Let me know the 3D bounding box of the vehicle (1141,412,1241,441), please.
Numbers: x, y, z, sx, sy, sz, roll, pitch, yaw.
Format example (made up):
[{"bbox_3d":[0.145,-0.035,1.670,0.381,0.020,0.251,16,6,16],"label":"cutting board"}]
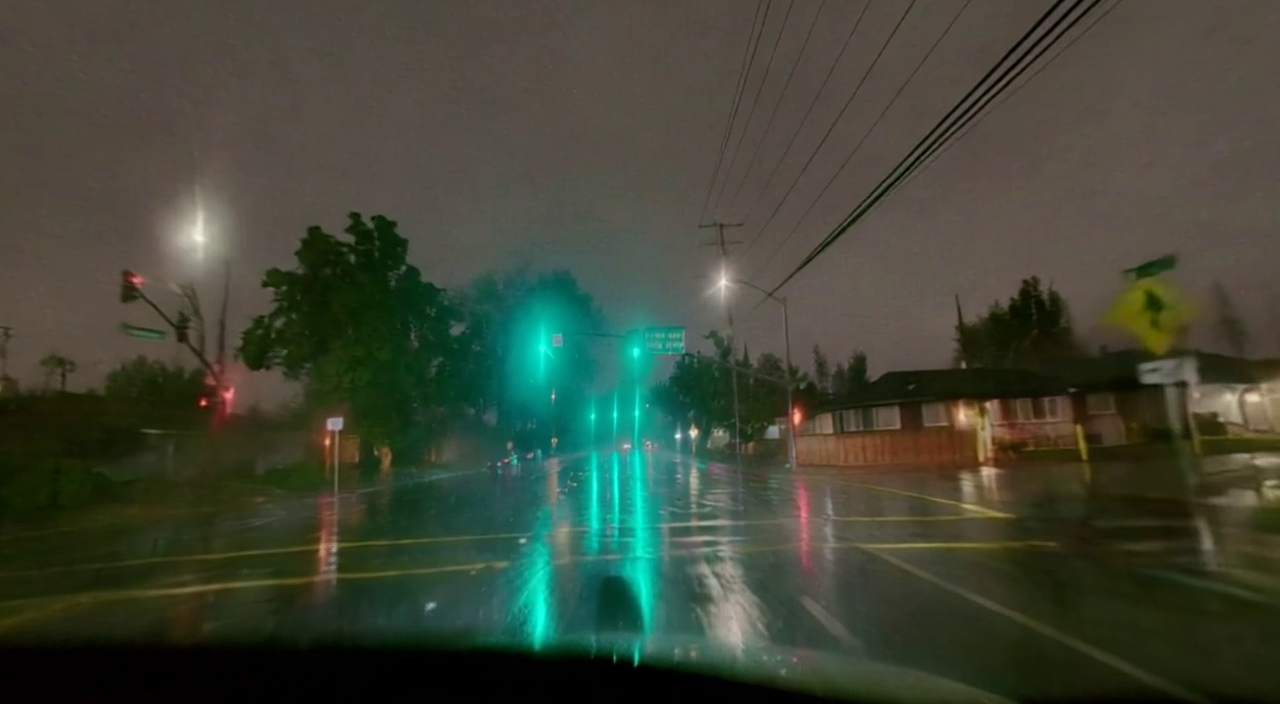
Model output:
[{"bbox_3d":[34.242,4.720,39.430,2.031,1.661,4.509,1,-8,-3],"label":"vehicle"}]
